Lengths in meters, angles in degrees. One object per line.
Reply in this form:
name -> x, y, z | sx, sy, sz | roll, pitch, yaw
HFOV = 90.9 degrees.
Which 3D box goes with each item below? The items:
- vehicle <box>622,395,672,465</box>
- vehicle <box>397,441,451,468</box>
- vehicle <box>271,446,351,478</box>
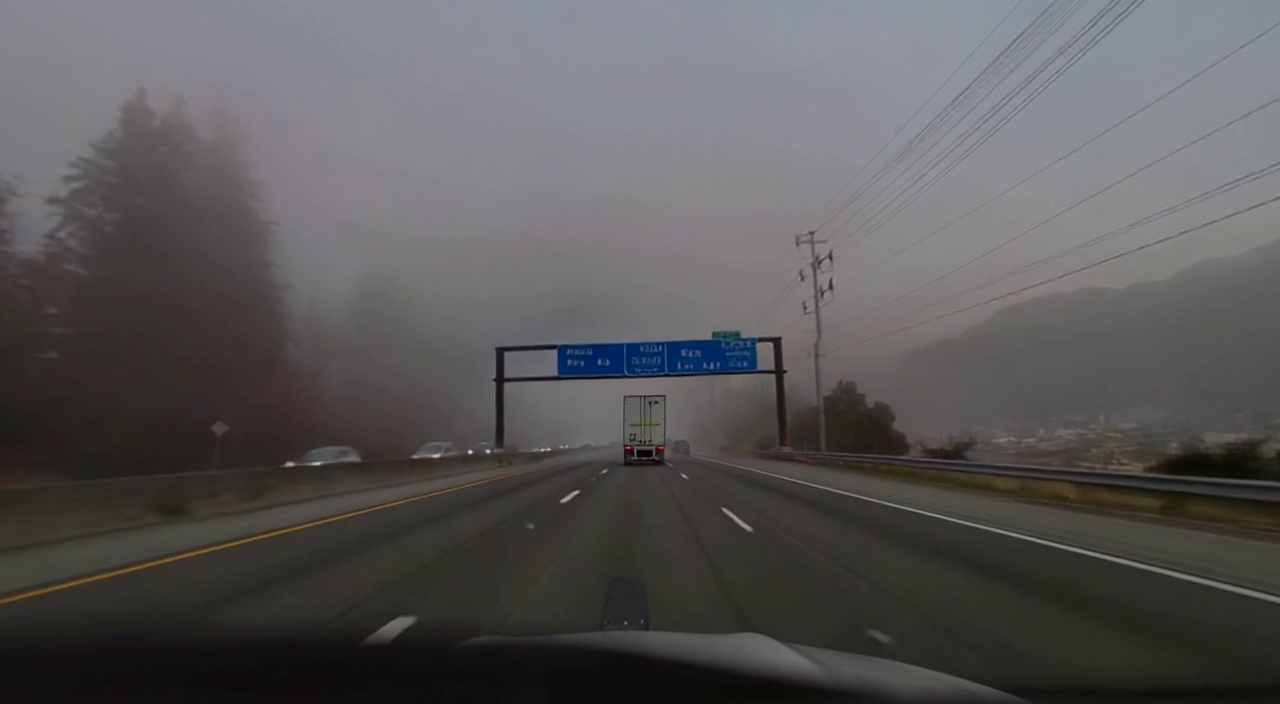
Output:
vehicle -> 0.332, 5.404, 42.765 | 2.919, 4.101, 11.541 | 0, -8, -1
vehicle -> -15.811, 7.510, 46.414 | 2.107, 1.872, 5.115 | 0, -8, 1
vehicle -> -19.699, 6.547, 37.971 | 2.178, 1.774, 4.795 | 0, -8, 0
